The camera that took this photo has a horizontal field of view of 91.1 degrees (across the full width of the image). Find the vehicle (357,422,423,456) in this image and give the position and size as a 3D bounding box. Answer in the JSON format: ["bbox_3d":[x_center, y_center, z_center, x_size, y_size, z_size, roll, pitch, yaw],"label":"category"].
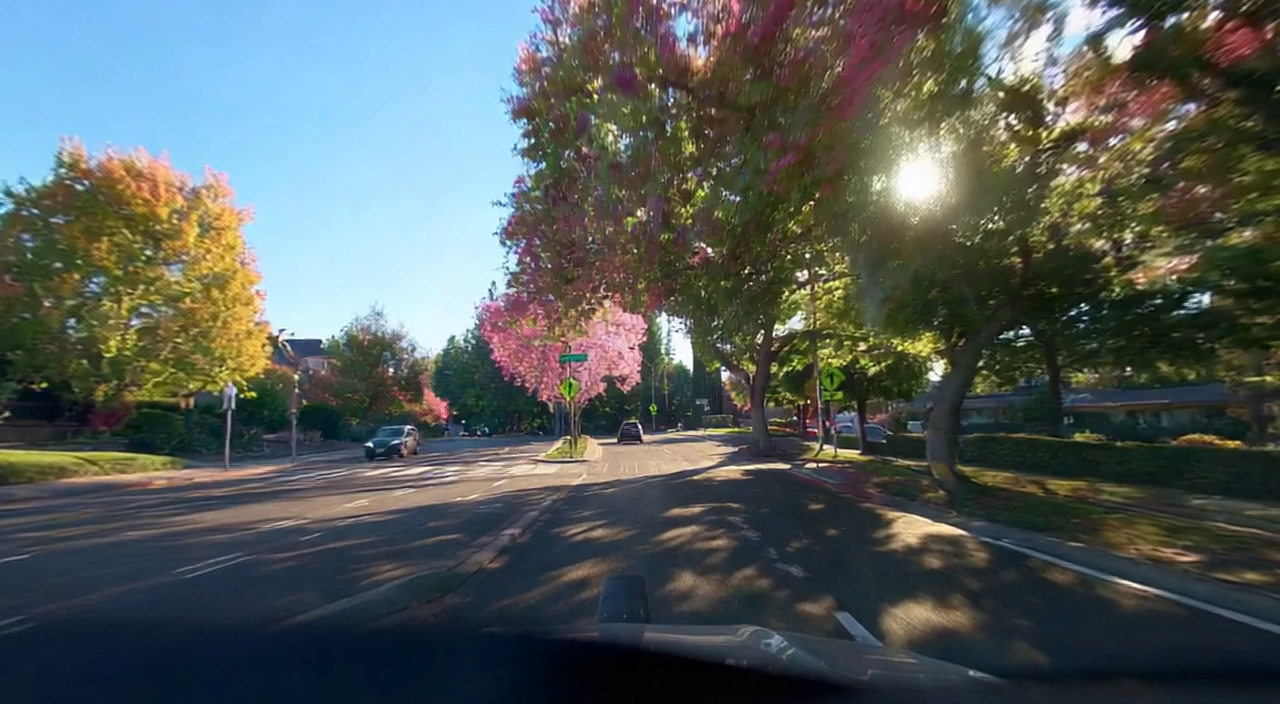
[{"bbox_3d":[-14.991,5.275,37.962,2.182,1.933,4.940,0,-8,-3],"label":"vehicle"}]
